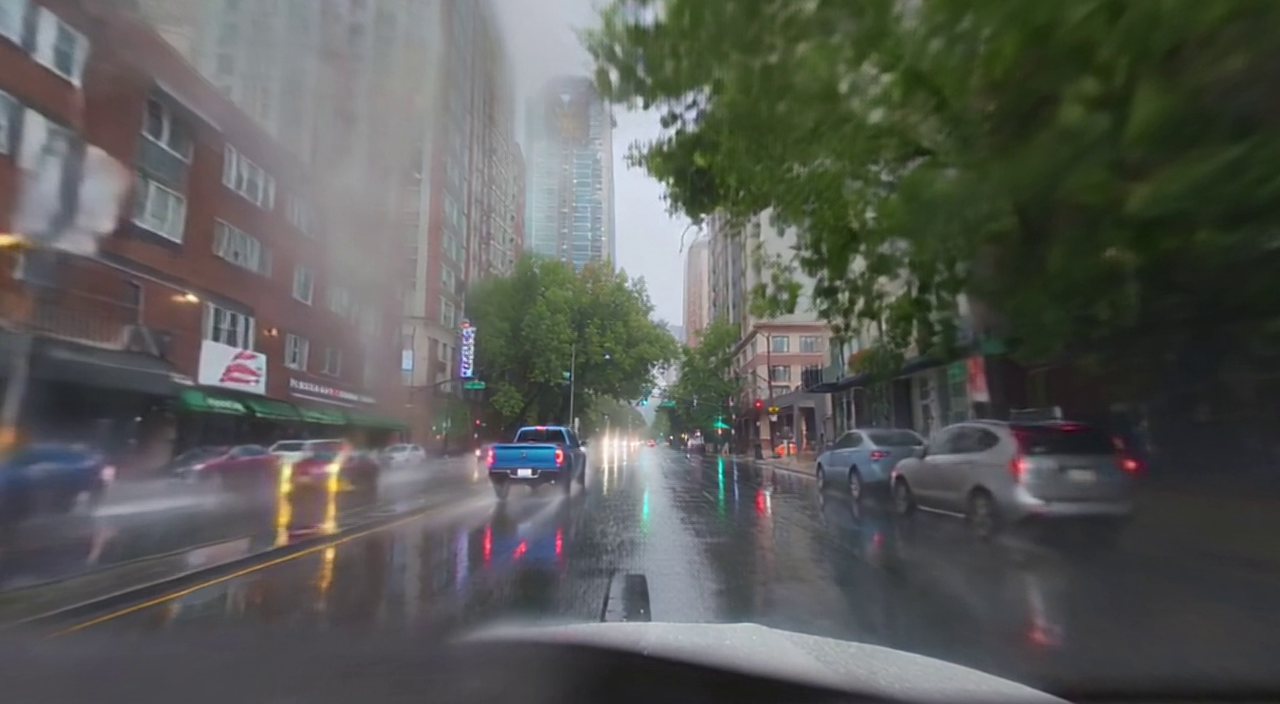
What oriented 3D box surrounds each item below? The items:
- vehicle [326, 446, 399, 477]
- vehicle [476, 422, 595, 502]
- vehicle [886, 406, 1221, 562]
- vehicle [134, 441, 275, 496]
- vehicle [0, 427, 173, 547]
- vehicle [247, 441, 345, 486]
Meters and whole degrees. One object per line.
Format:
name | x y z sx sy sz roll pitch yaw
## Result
vehicle | -15.949 6.298 36.558 2.100 1.596 4.739 -2 -9 0
vehicle | -2.566 2.900 17.047 2.197 1.786 5.365 0 -9 1
vehicle | 5.887 1.940 10.004 2.043 1.841 4.842 0 -9 1
vehicle | -16.113 4.288 23.711 1.928 1.824 4.664 0 -9 0
vehicle | -10.159 2.087 10.033 2.013 1.704 4.364 0 -9 1
vehicle | -15.888 5.135 29.488 1.948 1.827 4.730 -2 -8 0
